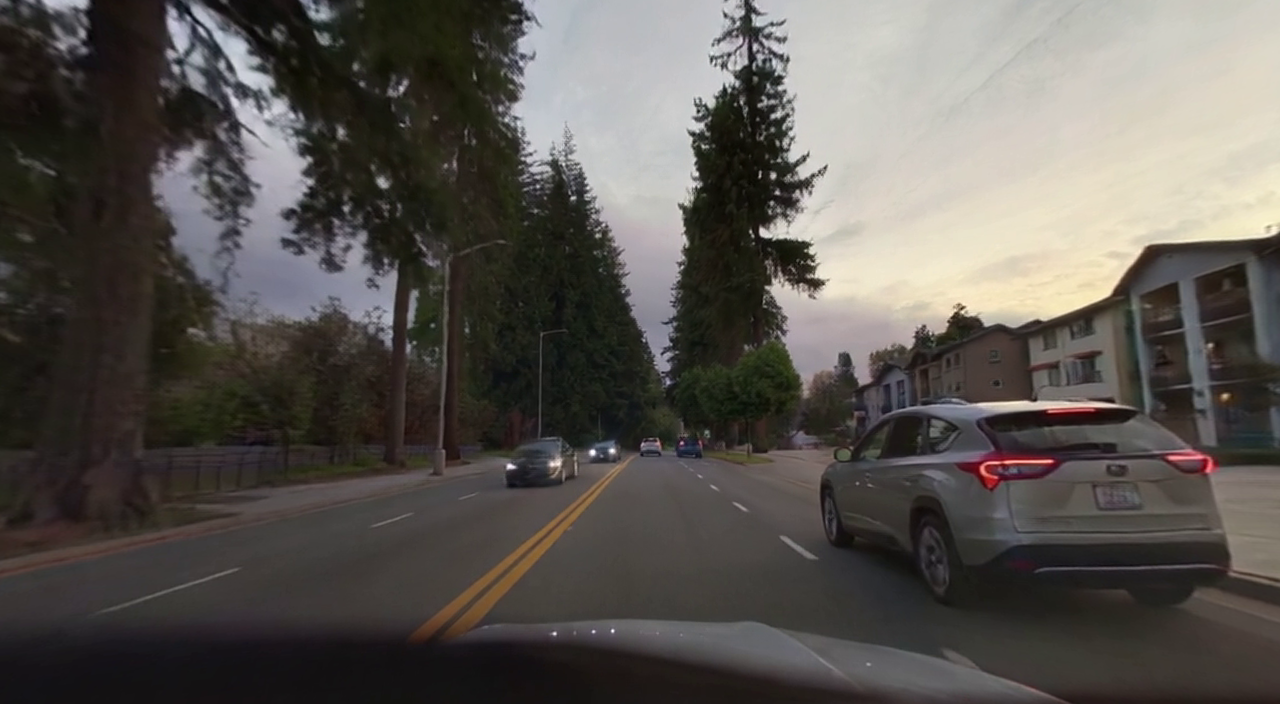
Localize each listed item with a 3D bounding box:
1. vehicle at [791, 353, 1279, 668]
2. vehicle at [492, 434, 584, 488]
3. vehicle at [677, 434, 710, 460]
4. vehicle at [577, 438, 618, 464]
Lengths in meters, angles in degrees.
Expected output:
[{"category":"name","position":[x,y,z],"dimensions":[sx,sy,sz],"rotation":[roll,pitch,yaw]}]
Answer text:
[{"category":"vehicle","position":[3.301,1.301,6.388],"dimensions":[2.219,1.881,5.104],"rotation":[0,-8,0]},{"category":"vehicle","position":[-3.108,3.431,20.139],"dimensions":[2.096,1.515,4.481],"rotation":[-1,-8,2]},{"category":"vehicle","position":[3.914,7.036,46.708],"dimensions":[2.069,1.791,4.422],"rotation":[0,-8,1]},{"category":"vehicle","position":[-2.641,6.307,40.054],"dimensions":[2.151,1.540,4.673],"rotation":[-1,-8,2]}]
